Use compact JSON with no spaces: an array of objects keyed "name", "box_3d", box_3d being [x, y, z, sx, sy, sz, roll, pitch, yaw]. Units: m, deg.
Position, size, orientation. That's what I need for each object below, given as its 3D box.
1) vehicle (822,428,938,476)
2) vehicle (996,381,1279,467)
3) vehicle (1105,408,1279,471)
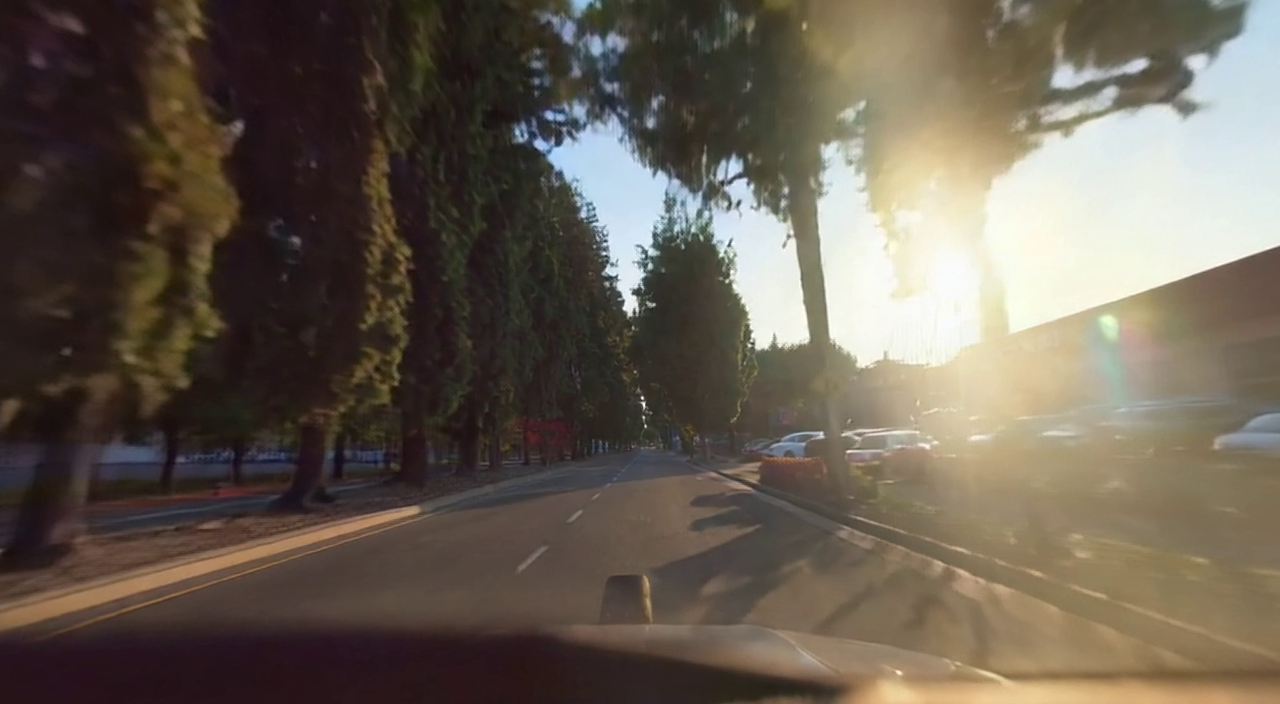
[{"name":"vehicle","box_3d":[8.077,3.433,21.794,2.056,1.449,4.679,0,-9,-1]},{"name":"vehicle","box_3d":[14.707,2.346,19.150,6.247,2.094,2.436,-10,-13,39]},{"name":"vehicle","box_3d":[14.896,2.225,16.018,4.631,1.384,1.906,-8,-11,30]}]
